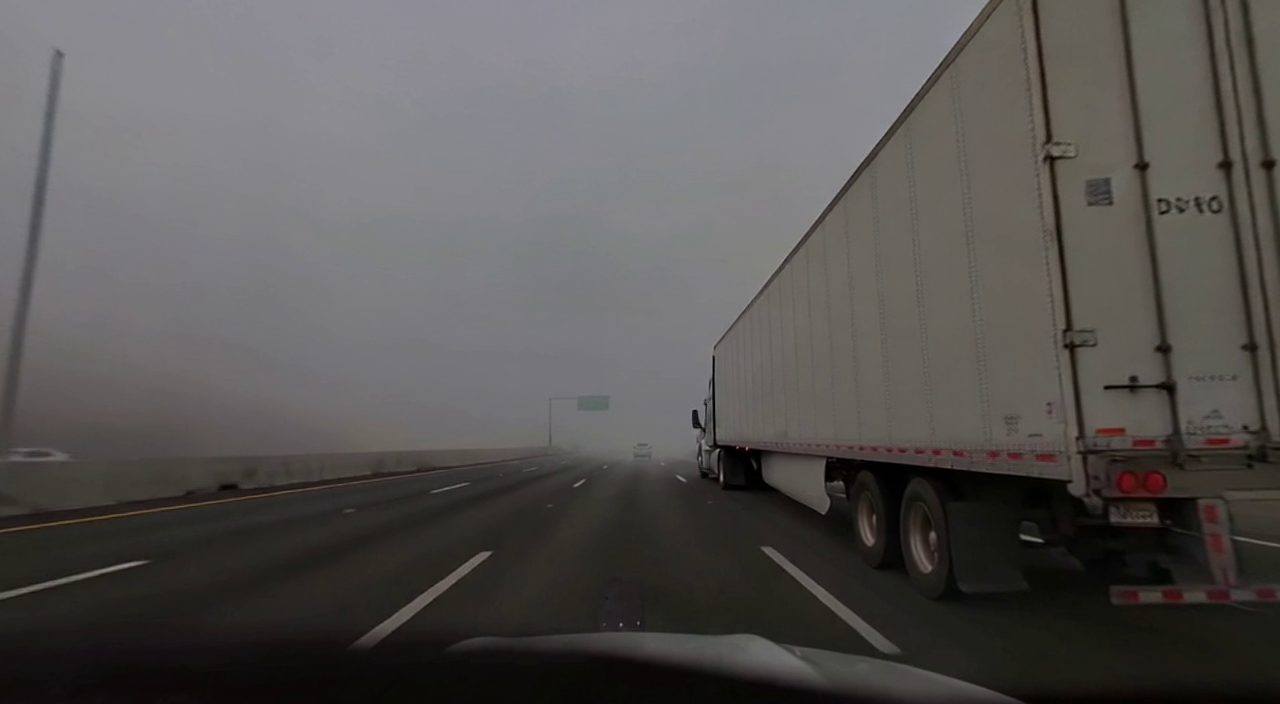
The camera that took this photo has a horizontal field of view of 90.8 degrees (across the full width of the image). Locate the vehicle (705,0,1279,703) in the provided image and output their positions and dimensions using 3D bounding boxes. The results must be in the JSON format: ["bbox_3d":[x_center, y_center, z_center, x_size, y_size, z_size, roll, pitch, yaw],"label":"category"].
[{"bbox_3d":[3.541,0.910,11.420,2.743,4.160,16.408,0,-9,-1],"label":"vehicle"}]
